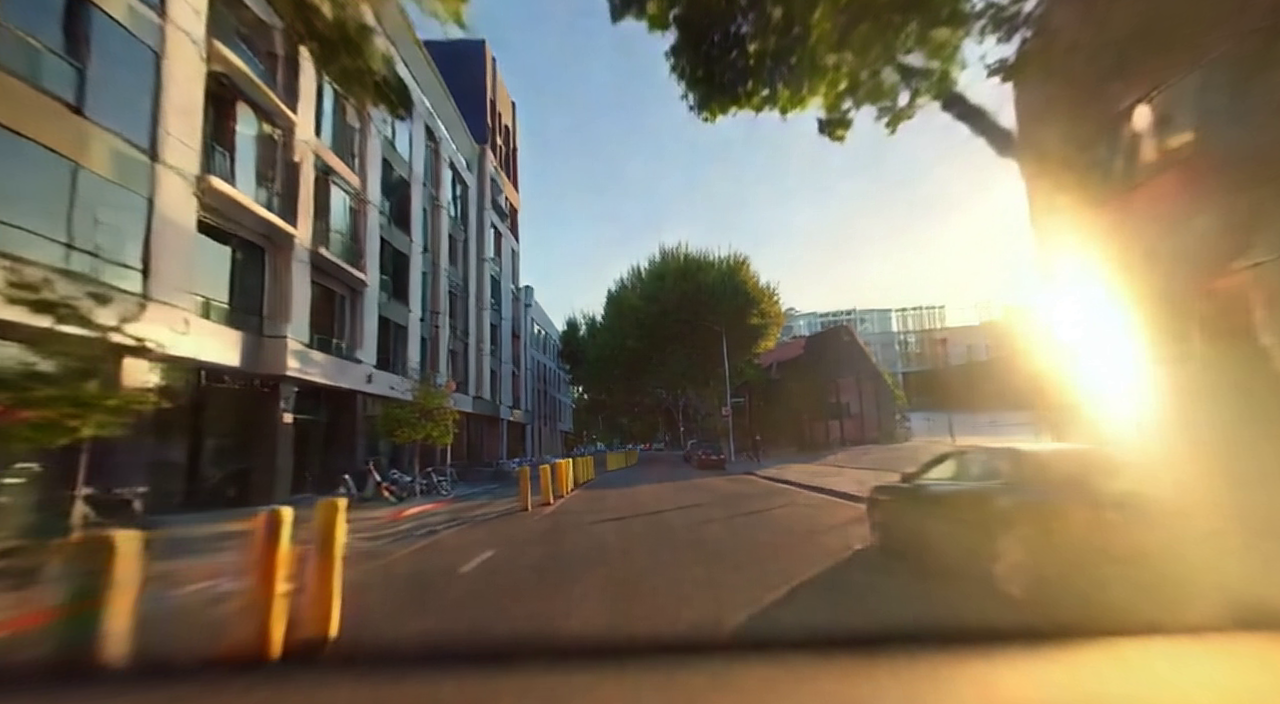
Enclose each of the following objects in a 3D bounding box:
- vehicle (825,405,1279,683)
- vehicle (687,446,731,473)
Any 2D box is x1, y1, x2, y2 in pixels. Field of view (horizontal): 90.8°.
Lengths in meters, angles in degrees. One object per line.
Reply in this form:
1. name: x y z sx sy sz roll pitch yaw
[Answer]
1. vehicle: 3.427 1.377 5.874 1.963 1.445 4.948 -1 -8 1
2. vehicle: 3.890 6.133 36.337 2.020 1.448 4.220 -1 -8 -1
